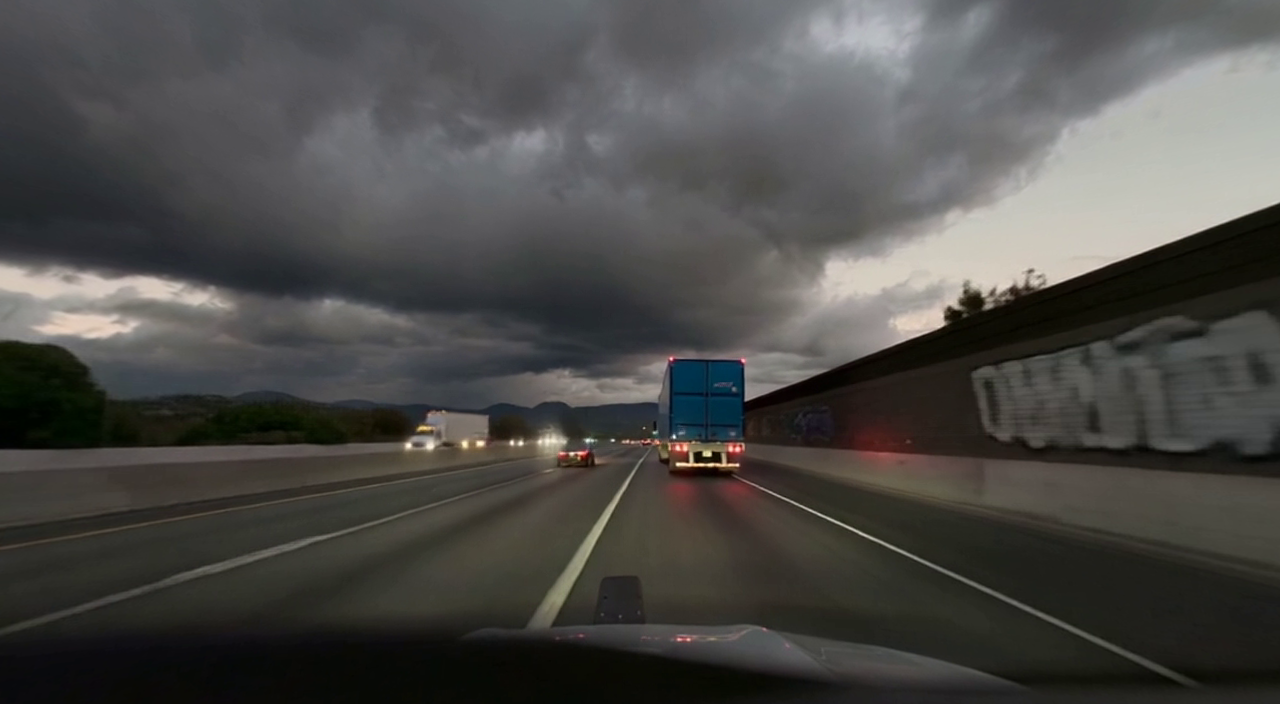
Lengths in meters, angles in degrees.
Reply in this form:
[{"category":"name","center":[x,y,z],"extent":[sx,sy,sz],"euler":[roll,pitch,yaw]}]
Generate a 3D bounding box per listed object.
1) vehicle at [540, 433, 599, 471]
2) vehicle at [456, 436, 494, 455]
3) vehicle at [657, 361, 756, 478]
[{"category":"vehicle","center":[-3.084,4.455,28.430],"extent":[1.982,1.535,4.519],"euler":[0,-8,2]},{"category":"vehicle","center":[-12.891,7.296,49.513],"extent":[1.812,1.402,4.019],"euler":[0,-8,1]},{"category":"vehicle","center":[2.280,2.886,25.778],"extent":[2.921,3.765,10.773],"euler":[0,-8,0]}]
